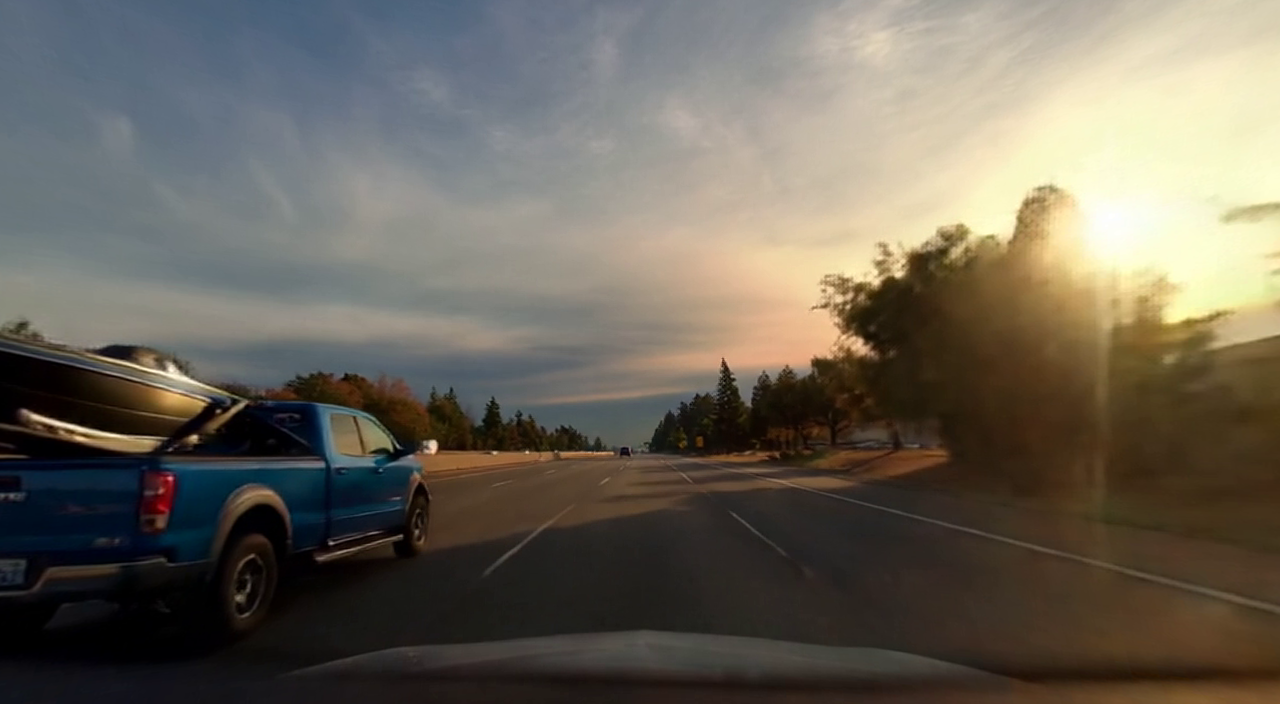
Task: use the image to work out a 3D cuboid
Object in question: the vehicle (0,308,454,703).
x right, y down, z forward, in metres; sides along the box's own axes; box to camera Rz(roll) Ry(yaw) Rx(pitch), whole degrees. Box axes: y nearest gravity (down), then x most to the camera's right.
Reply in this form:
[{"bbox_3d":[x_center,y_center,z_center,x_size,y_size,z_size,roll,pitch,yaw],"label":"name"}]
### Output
[{"bbox_3d":[-3.320,1.112,4.722,2.202,1.836,5.009,0,-9,1],"label":"vehicle"}]
